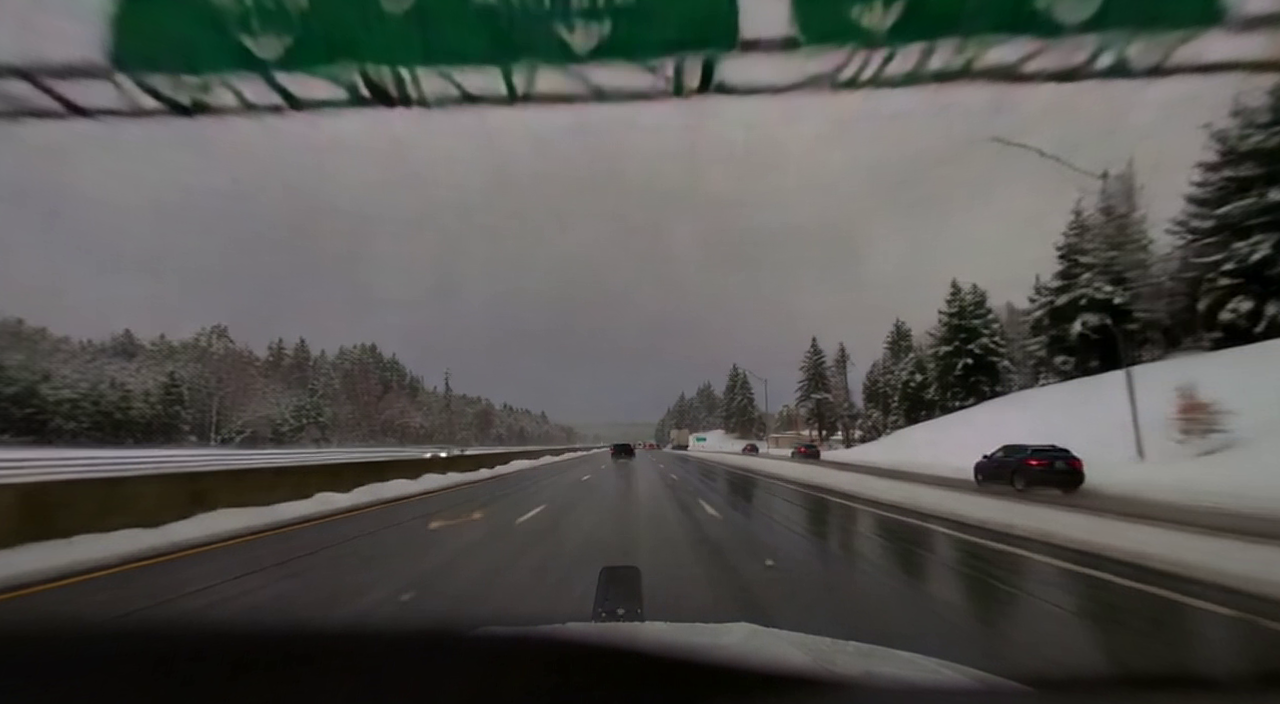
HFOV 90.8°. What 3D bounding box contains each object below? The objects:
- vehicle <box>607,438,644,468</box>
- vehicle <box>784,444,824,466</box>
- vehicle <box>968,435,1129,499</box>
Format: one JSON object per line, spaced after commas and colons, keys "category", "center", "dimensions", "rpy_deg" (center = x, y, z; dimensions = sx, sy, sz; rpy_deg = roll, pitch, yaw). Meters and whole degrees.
{"category": "vehicle", "center": [-0.863, 6.166, 38.820], "dimensions": [2.121, 1.739, 4.087], "rpy_deg": [0, -8, 0]}
{"category": "vehicle", "center": [12.199, 7.648, 47.242], "dimensions": [1.867, 1.563, 4.436], "rpy_deg": [0, -8, 2]}
{"category": "vehicle", "center": [12.076, 3.407, 19.114], "dimensions": [1.912, 1.673, 4.438], "rpy_deg": [0, -8, 1]}
